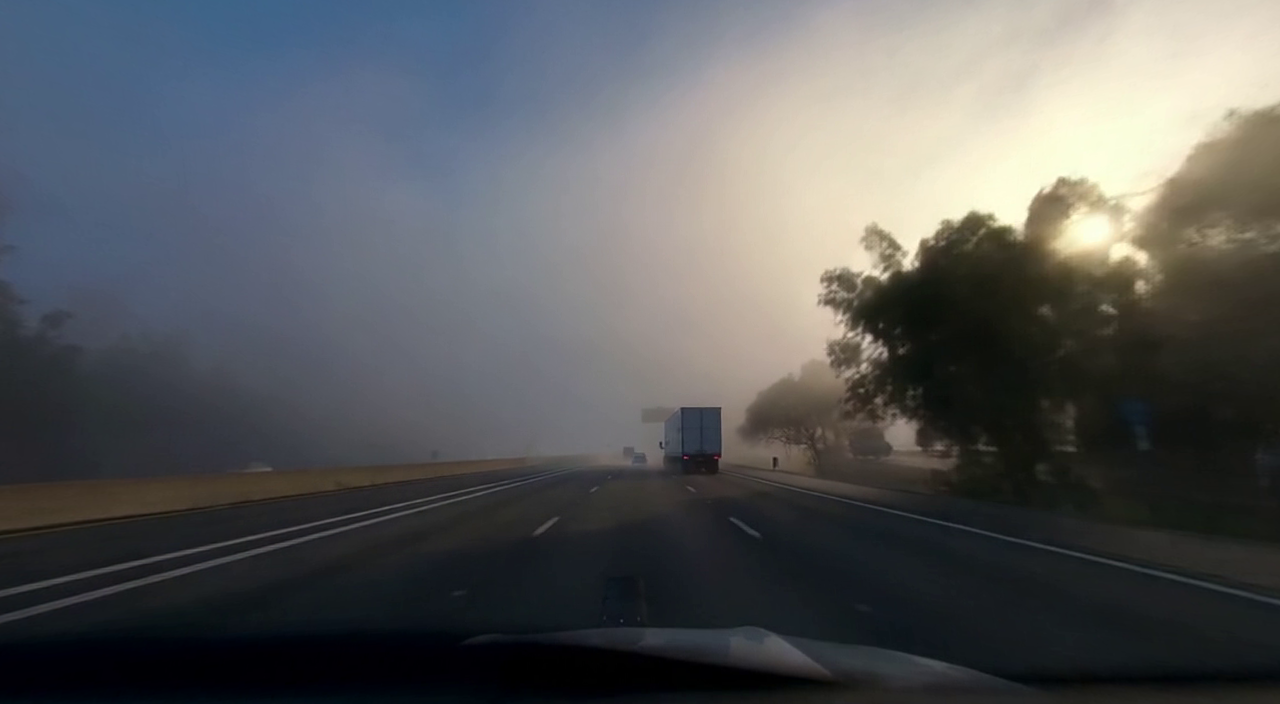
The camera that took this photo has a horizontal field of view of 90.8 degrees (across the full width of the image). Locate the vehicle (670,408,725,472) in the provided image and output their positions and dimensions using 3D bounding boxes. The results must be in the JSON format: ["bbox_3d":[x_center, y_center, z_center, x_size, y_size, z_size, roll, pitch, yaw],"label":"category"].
[{"bbox_3d":[4.175,6.891,49.102,3.058,4.312,12.251,0,-9,0],"label":"vehicle"}]
